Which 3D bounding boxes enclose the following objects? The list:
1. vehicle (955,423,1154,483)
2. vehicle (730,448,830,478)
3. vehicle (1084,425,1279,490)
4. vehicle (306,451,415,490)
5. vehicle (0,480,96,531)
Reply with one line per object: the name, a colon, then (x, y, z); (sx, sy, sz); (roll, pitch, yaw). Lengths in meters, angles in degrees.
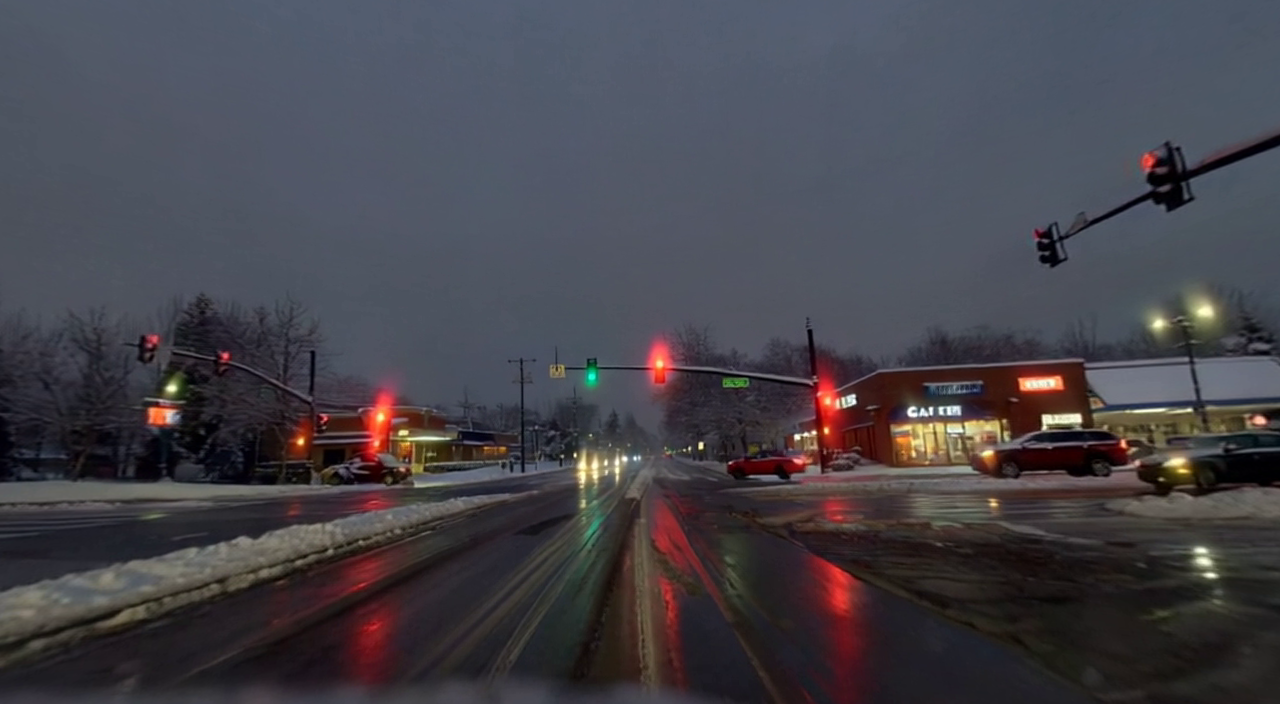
vehicle: (12.990, 3.225, 20.248); (4.916, 1.730, 1.986); (-4, -9, 22)
vehicle: (7.418, 5.878, 33.650); (4.728, 1.468, 2.083); (-7, -11, 37)
vehicle: (14.409, 2.643, 15.907); (4.835, 1.487, 1.913); (-4, -9, 20)
vehicle: (-21.295, 9.016, 48.444); (6.991, 2.792, 2.607); (0, -8, -3)
vehicle: (-21.150, 5.031, 20.919); (4.676, 1.463, 1.909); (-1, -8, 6)
